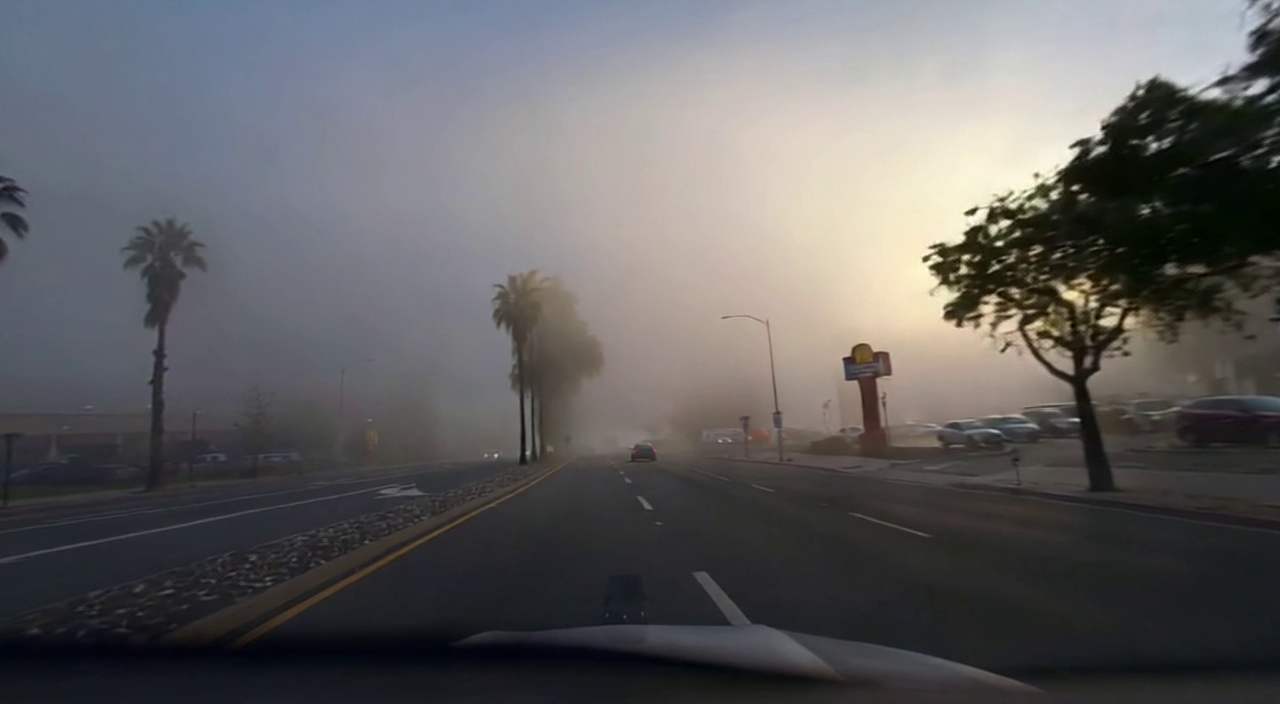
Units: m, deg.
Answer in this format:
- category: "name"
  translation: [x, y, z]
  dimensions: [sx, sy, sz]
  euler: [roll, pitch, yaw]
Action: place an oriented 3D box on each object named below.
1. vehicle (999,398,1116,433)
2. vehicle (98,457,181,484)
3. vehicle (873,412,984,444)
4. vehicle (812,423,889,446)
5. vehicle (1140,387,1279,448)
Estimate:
- category: "vehicle"
  translation: [27.316, 4.180, 41.376]
  dimensions: [6.052, 2.013, 2.331]
  euler: [-1, -9, -5]
- category: "vehicle"
  translation: [-31.894, 7.549, 40.366]
  dimensions: [2.067, 1.563, 4.043]
  euler: [0, -8, -2]
- category: "vehicle"
  translation: [16.005, 4.253, 35.199]
  dimensions: [5.123, 1.730, 2.183]
  euler: [0, -8, -2]
- category: "vehicle"
  translation: [14.521, 5.733, 43.683]
  dimensions: [4.691, 1.545, 1.900]
  euler: [0, -8, 0]
- category: "vehicle"
  translation: [16.679, 1.808, 17.053]
  dimensions: [4.711, 1.546, 1.891]
  euler: [0, -8, -2]
